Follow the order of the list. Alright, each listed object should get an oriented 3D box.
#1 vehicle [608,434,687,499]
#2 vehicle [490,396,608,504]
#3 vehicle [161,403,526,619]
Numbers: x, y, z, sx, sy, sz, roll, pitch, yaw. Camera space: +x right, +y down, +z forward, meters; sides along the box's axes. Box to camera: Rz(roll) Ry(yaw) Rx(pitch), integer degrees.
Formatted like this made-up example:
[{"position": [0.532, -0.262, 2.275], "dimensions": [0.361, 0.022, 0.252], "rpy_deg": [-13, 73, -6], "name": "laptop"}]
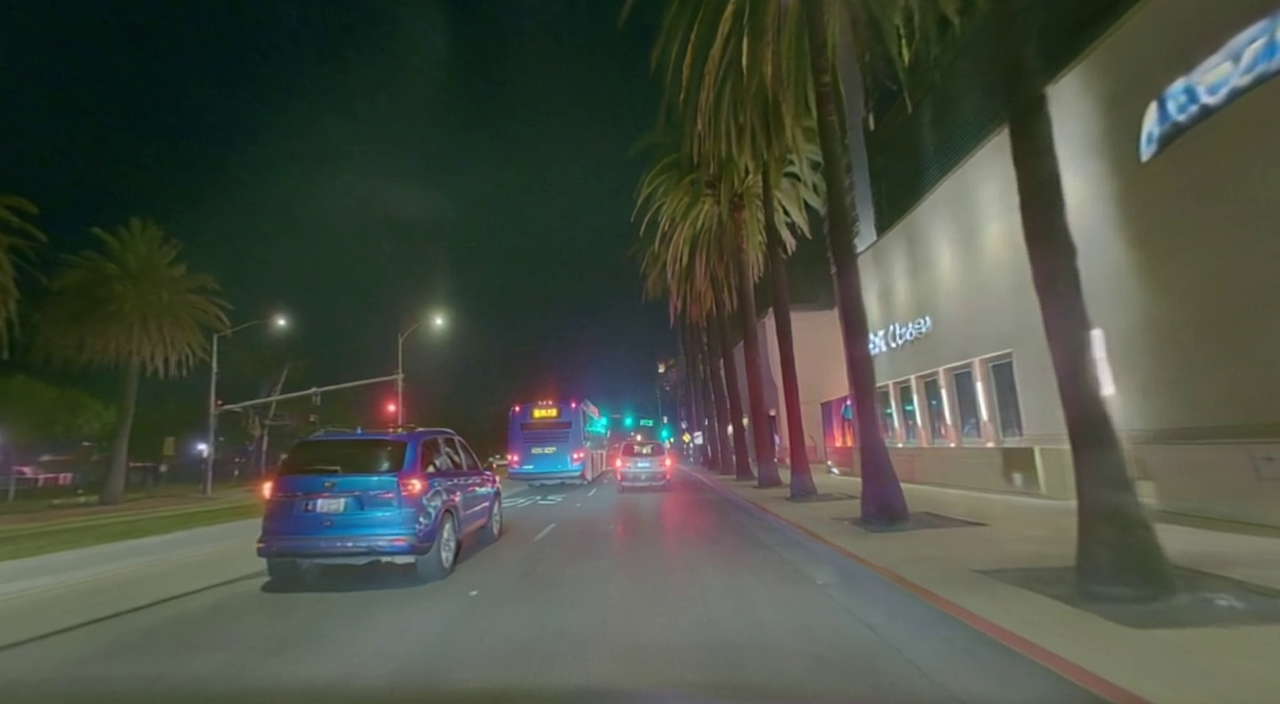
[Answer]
[{"position": [0.220, 3.372, 18.931], "dimensions": [2.120, 1.727, 3.917], "rpy_deg": [0, -8, 1], "name": "vehicle"}, {"position": [-2.842, 3.442, 22.430], "dimensions": [2.775, 3.064, 8.297], "rpy_deg": [0, -8, 1], "name": "vehicle"}, {"position": [-2.930, 1.686, 7.692], "dimensions": [2.124, 1.799, 4.587], "rpy_deg": [0, -8, 1], "name": "vehicle"}]
